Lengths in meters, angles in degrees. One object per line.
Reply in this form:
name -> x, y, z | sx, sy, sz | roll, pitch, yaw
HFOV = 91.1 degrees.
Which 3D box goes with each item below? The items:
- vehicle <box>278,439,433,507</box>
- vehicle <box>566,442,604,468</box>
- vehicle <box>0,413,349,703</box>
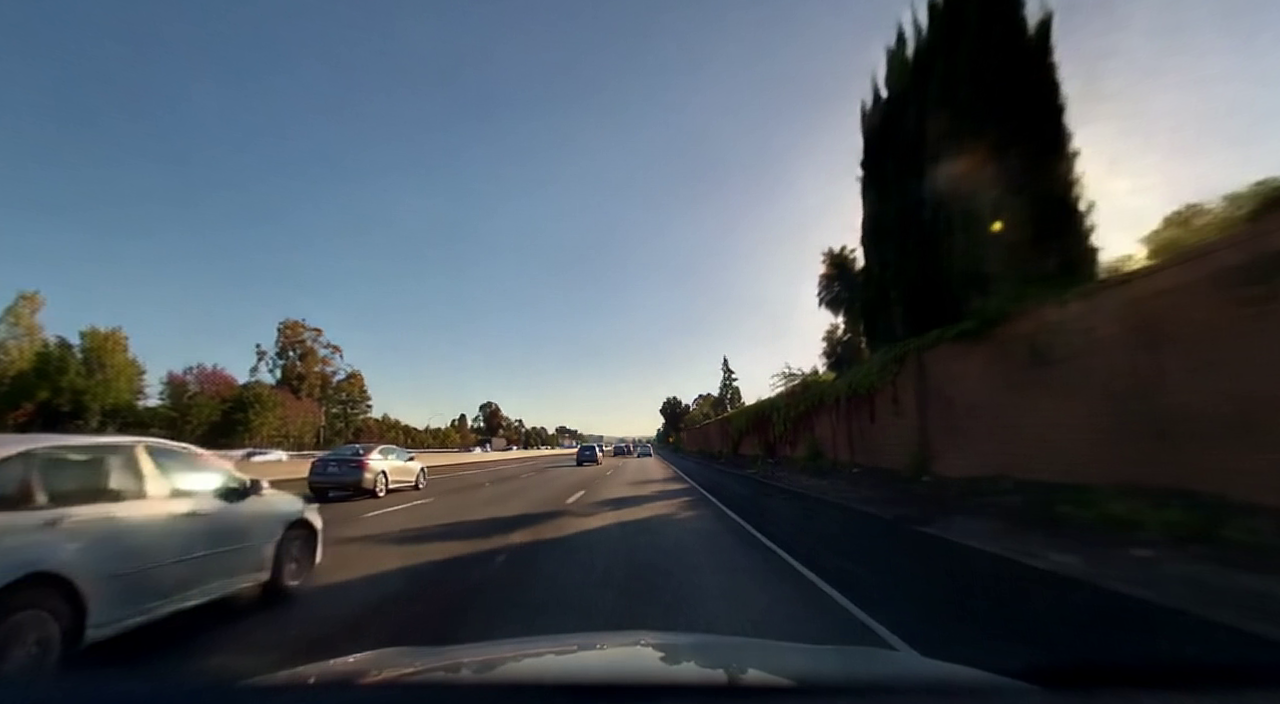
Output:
vehicle -> -7.050, 3.021, 16.143 | 1.942, 1.502, 4.216 | 0, -8, 1
vehicle -> -3.592, 6.863, 41.999 | 2.036, 1.636, 4.511 | 0, -8, 1
vehicle -> -3.756, 1.134, 3.501 | 1.945, 1.484, 4.803 | 0, -8, 0
